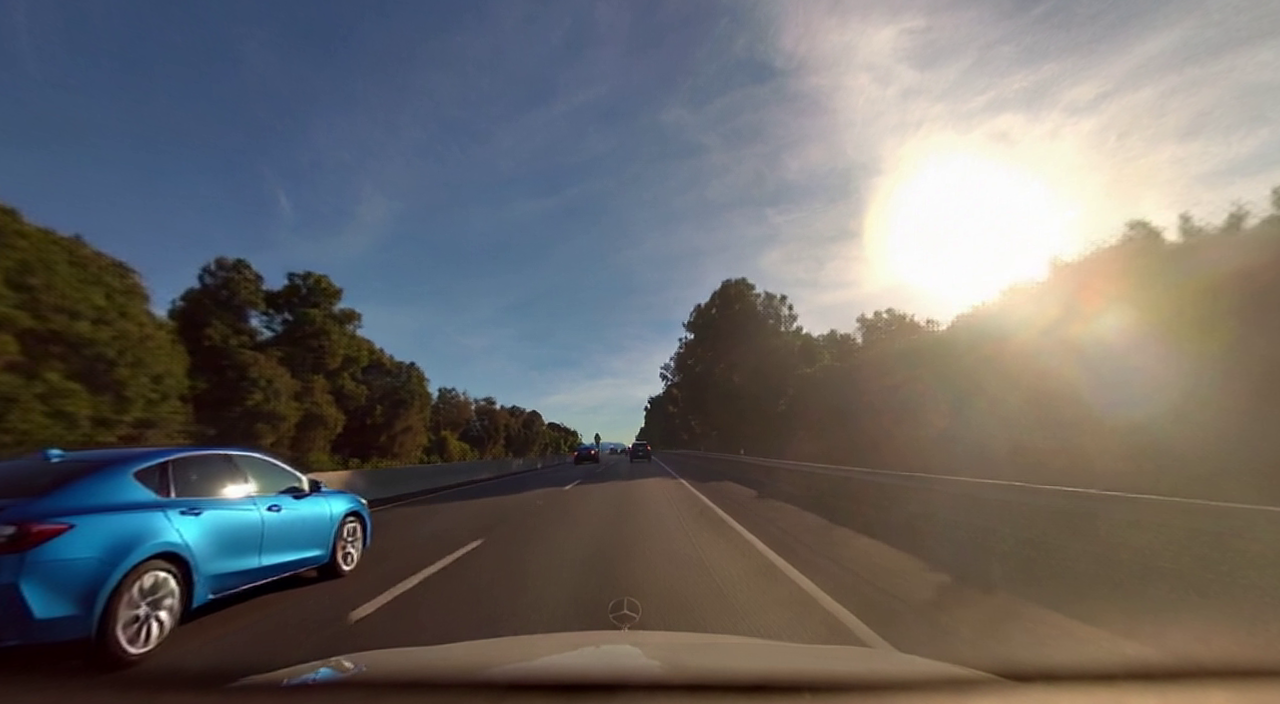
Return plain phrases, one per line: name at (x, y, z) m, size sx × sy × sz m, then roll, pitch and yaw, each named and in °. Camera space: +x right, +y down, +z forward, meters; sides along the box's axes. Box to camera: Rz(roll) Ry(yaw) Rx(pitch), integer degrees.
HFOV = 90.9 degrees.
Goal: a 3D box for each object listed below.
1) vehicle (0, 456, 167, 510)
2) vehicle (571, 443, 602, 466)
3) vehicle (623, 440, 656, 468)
vehicle at (-17.695, 4.080, 20.070) m, size 2.023 × 1.482 × 4.097 m, roll 0°, pitch -9°, yaw 0°
vehicle at (-4.110, 7.992, 49.151) m, size 2.113 × 1.656 × 4.215 m, roll 0°, pitch -9°, yaw 0°
vehicle at (-0.056, 6.893, 42.645) m, size 2.126 × 1.786 × 3.958 m, roll 0°, pitch -9°, yaw 0°
